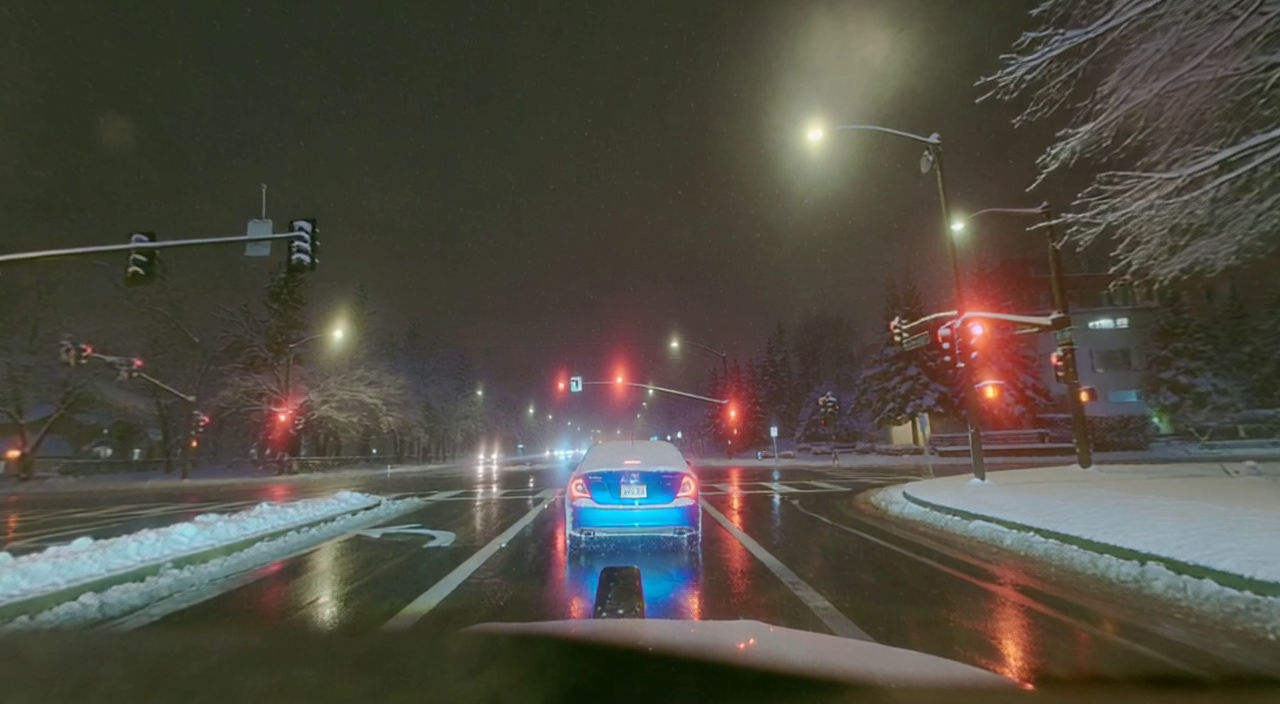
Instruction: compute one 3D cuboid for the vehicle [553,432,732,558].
[{"bbox_3d":[-0.001,1.992,9.508,2.107,1.470,3.974,0,-9,-1],"label":"vehicle"}]
